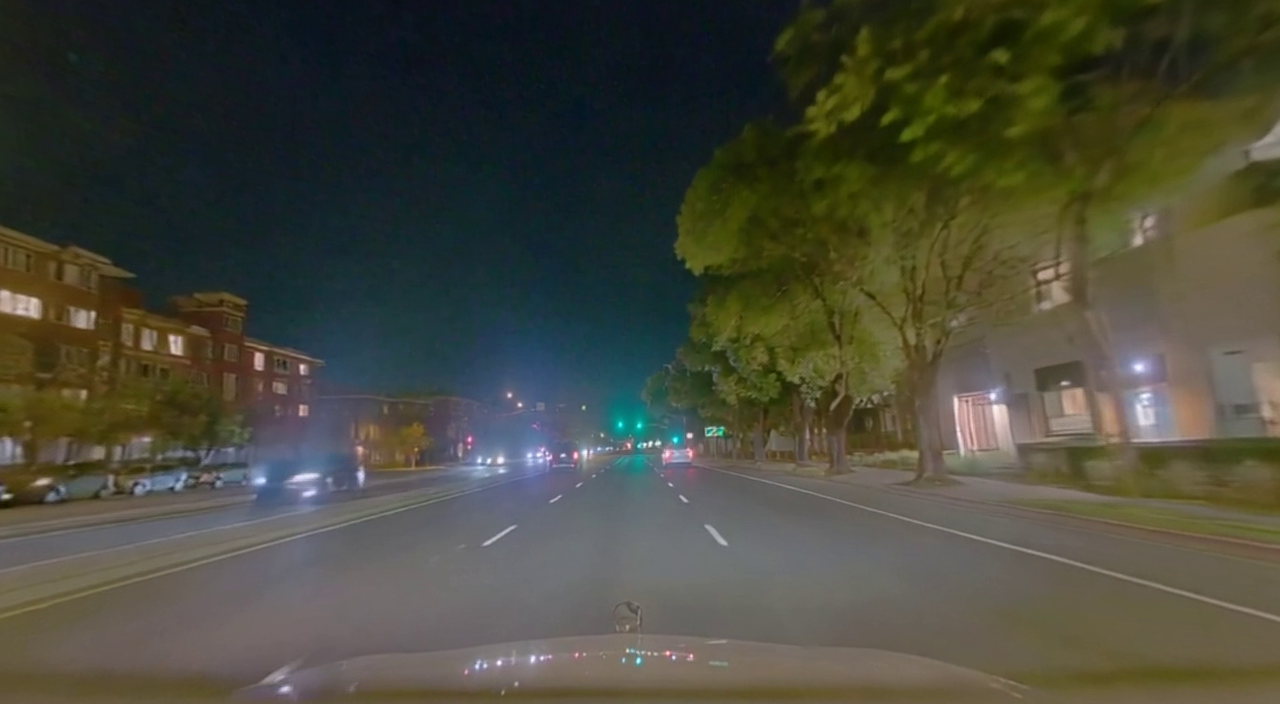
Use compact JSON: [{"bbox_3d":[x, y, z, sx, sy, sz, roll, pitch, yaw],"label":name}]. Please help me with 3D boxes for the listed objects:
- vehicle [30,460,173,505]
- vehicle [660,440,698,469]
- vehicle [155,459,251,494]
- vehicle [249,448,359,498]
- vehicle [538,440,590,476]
[{"bbox_3d":[-22.864,5.524,27.142,1.938,1.613,4.830,0,-9,-1],"label":"vehicle"},{"bbox_3d":[2.417,6.507,40.313,2.018,1.719,4.369,0,-9,-1],"label":"vehicle"},{"bbox_3d":[-22.800,6.468,33.208,1.918,1.586,4.366,0,-9,0],"label":"vehicle"},{"bbox_3d":[-11.681,4.182,22.248,1.838,1.588,3.658,0,-9,0],"label":"vehicle"},{"bbox_3d":[-3.786,5.373,32.250,2.083,1.685,4.069,-1,-9,1],"label":"vehicle"}]
